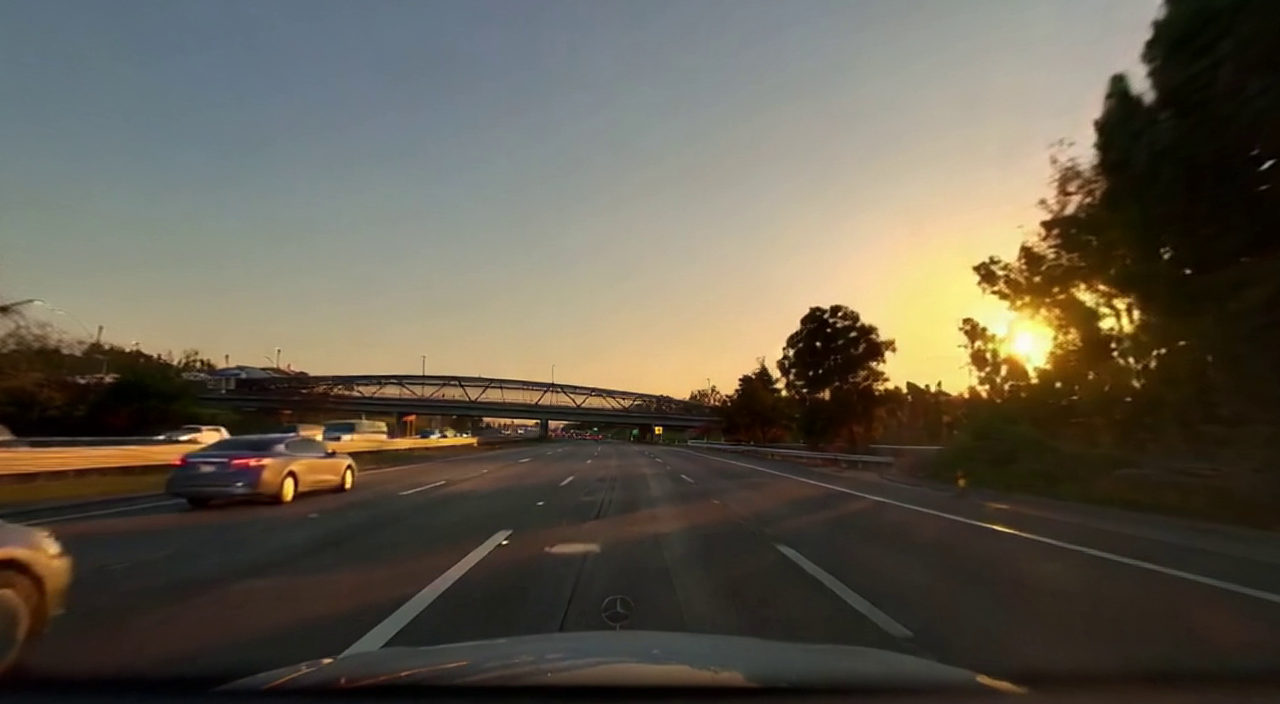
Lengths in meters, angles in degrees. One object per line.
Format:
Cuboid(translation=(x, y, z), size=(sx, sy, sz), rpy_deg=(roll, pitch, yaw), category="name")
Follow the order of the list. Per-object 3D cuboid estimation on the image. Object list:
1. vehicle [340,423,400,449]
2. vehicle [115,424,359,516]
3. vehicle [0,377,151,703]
Cuboid(translation=(-16.718, 5.244, 39.169), size=(1.866, 1.519, 4.398), rpy_deg=(0, -8, -2), category="vehicle")
Cuboid(translation=(-7.454, 2.191, 12.318), size=(1.979, 1.476, 4.324), rpy_deg=(0, -8, -1), category="vehicle")
Cuboid(translation=(-3.983, 0.704, 1.251), size=(2.123, 1.601, 4.887), rpy_deg=(0, -8, -1), category="vehicle")
